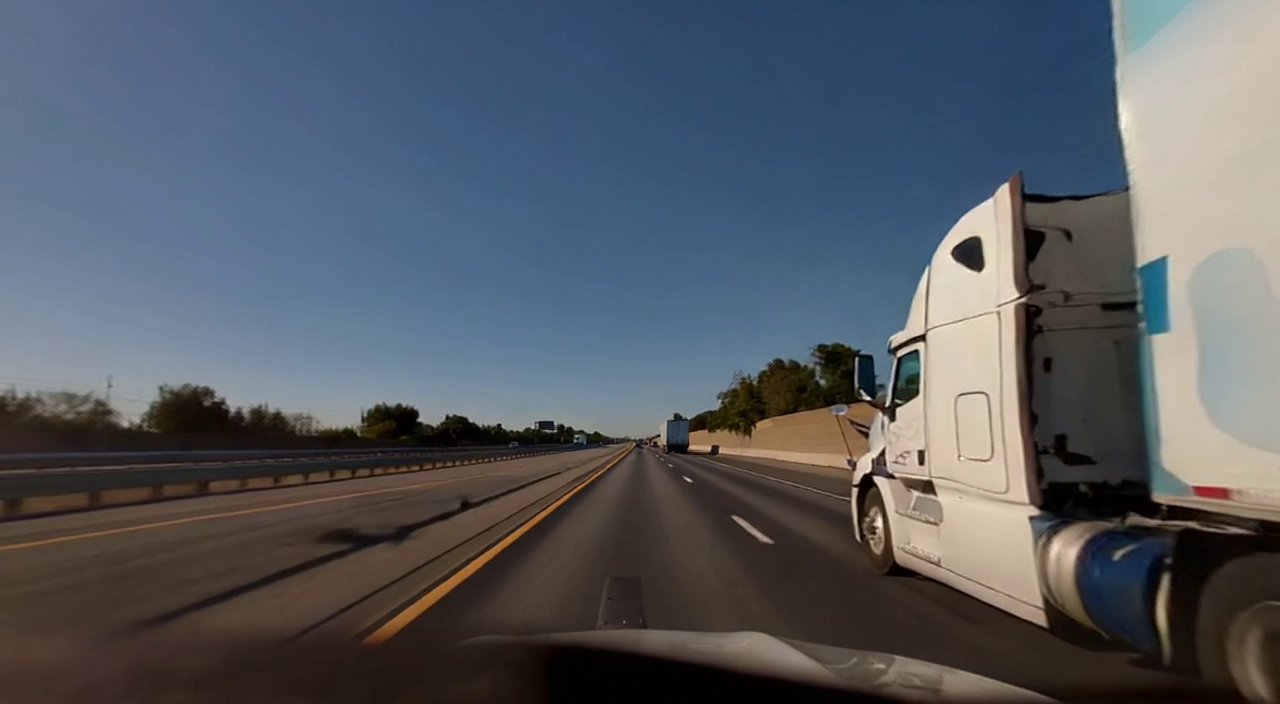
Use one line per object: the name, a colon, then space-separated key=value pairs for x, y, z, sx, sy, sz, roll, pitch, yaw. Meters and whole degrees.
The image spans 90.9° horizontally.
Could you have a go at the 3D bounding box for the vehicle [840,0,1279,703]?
vehicle: x=4.088 y=-0.264 z=2.968 sx=3.080 sy=4.016 sz=9.760 roll=0 pitch=-8 yaw=0
